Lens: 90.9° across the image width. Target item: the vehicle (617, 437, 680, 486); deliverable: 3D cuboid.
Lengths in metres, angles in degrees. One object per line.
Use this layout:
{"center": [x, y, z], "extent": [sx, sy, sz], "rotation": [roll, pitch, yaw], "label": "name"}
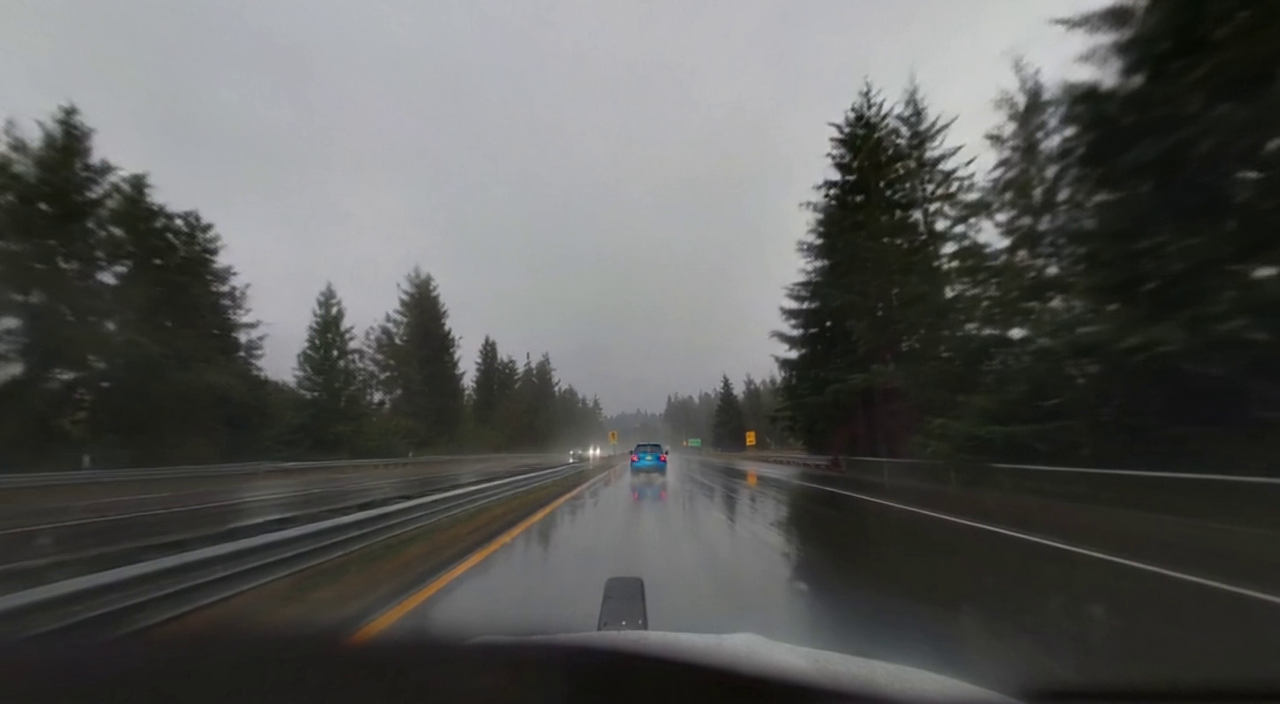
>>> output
{"center": [0.324, 4.128, 23.983], "extent": [2.190, 1.706, 4.062], "rotation": [0, -9, 1], "label": "vehicle"}
